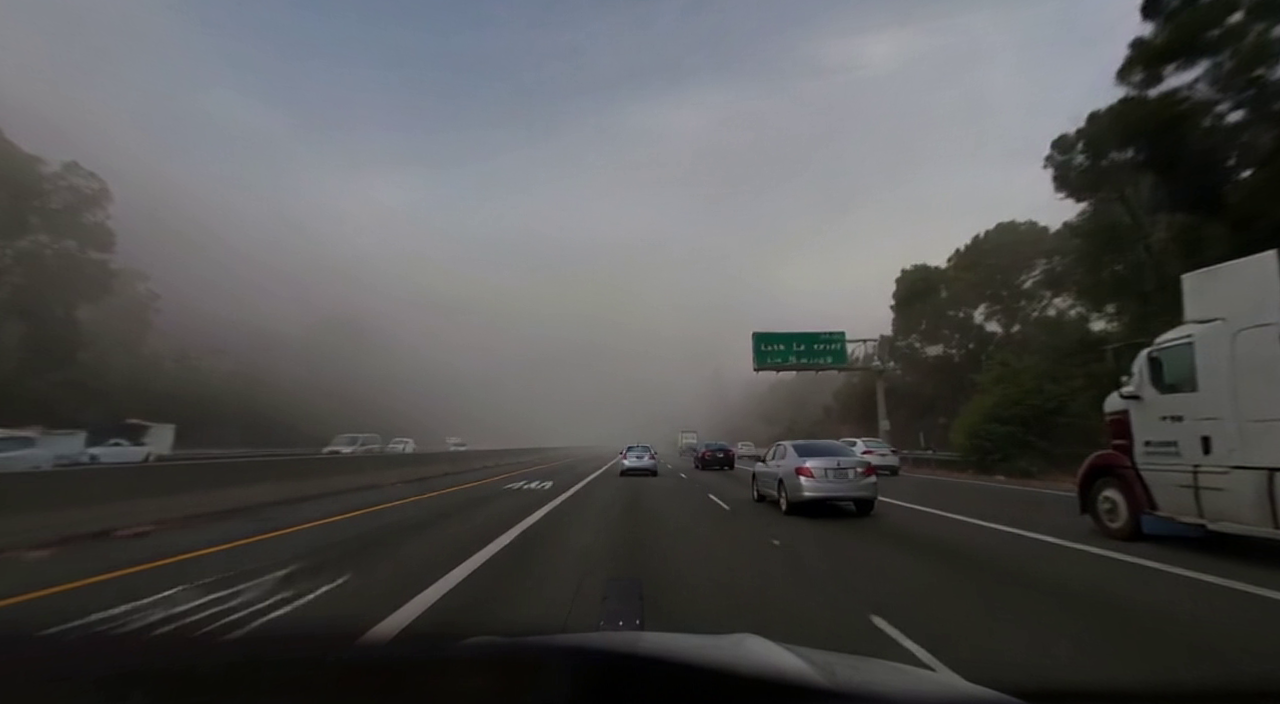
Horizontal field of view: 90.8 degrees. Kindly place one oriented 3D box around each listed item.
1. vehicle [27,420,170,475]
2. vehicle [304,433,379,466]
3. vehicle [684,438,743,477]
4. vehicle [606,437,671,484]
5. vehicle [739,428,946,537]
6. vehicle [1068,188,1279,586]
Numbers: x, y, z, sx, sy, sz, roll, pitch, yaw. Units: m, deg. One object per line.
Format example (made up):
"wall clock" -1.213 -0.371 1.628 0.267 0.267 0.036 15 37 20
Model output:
"vehicle" -25.721 4.578 30.351 2.546 2.417 4.759 0 -9 0
"vehicle" -17.780 5.835 37.914 2.118 1.795 4.929 0 -9 0
"vehicle" 2.981 4.402 26.597 1.856 1.517 4.198 0 -9 -2
"vehicle" -0.075 3.782 22.324 2.098 1.475 3.997 0 -9 -1
"vehicle" 3.220 2.192 11.287 1.993 1.504 4.781 0 -9 -2
"vehicle" 7.376 0.070 4.203 2.799 3.655 8.627 0 -9 -1
